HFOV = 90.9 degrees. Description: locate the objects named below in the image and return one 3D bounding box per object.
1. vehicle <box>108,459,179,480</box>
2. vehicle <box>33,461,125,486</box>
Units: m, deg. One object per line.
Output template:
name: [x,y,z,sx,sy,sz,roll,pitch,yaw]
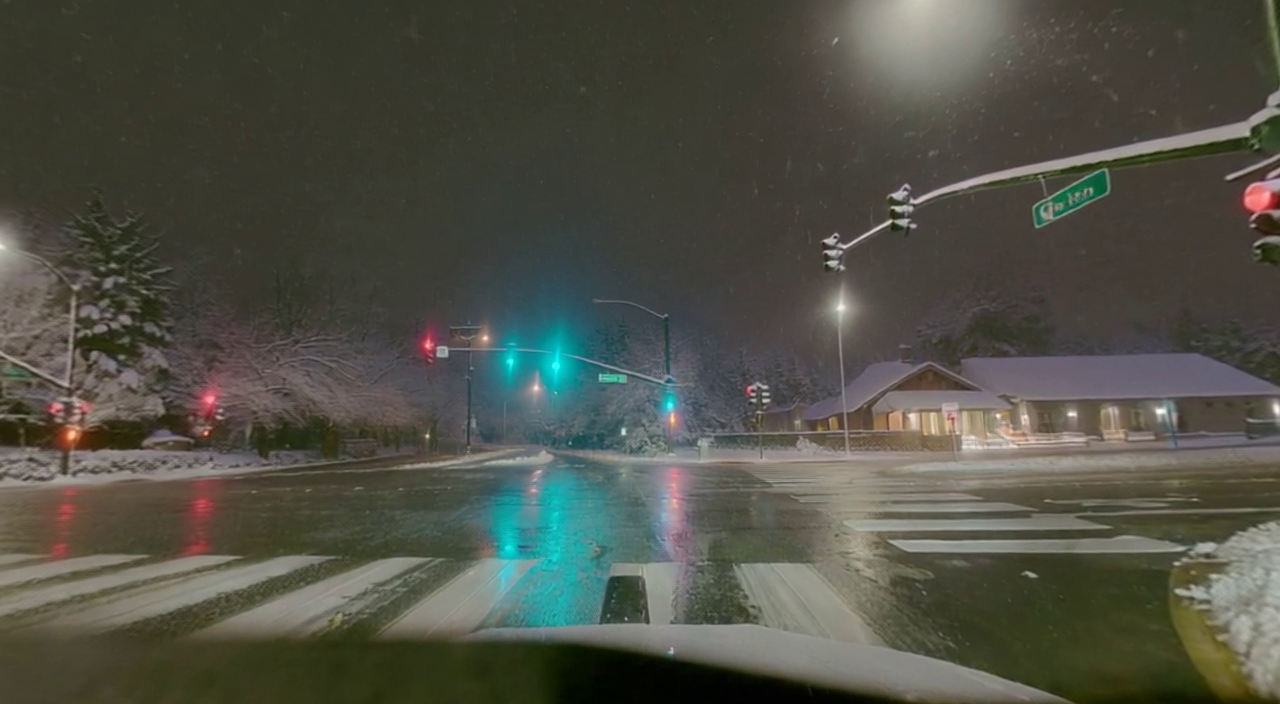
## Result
vehicle: [-35.898,8.508,45.645,3.681,1.423,1.680,0,-8,-1]
vehicle: [-36.146,7.831,40.651,4.241,1.413,1.673,-1,-8,-1]
